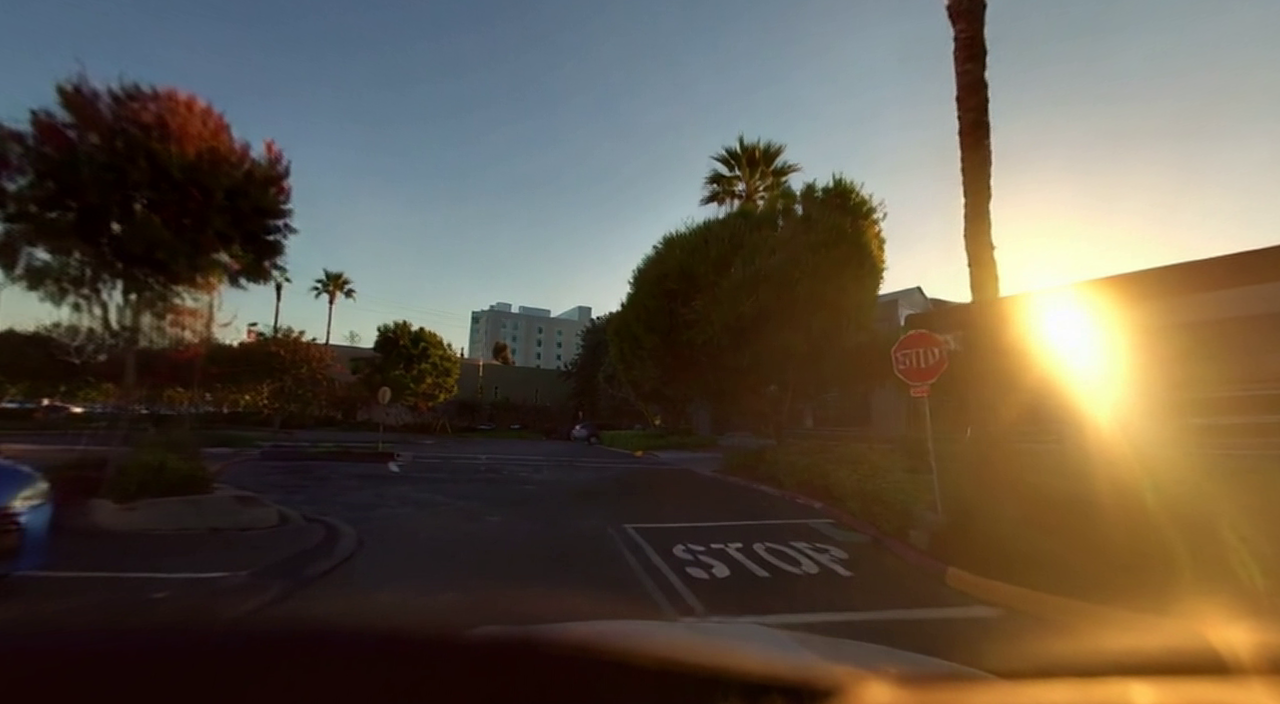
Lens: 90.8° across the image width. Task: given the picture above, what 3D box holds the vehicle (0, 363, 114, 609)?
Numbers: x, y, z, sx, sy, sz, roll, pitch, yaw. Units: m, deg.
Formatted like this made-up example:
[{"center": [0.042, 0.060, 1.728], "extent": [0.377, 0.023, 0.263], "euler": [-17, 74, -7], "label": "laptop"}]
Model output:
[{"center": [-6.661, 0.922, 4.385], "extent": [4.615, 1.642, 1.978], "euler": [-2, -8, 10], "label": "vehicle"}]

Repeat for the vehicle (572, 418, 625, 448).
[{"center": [-2.580, 4.953, 38.237], "extent": [2.071, 1.700, 4.367], "euler": [3, -9, -19], "label": "vehicle"}]
